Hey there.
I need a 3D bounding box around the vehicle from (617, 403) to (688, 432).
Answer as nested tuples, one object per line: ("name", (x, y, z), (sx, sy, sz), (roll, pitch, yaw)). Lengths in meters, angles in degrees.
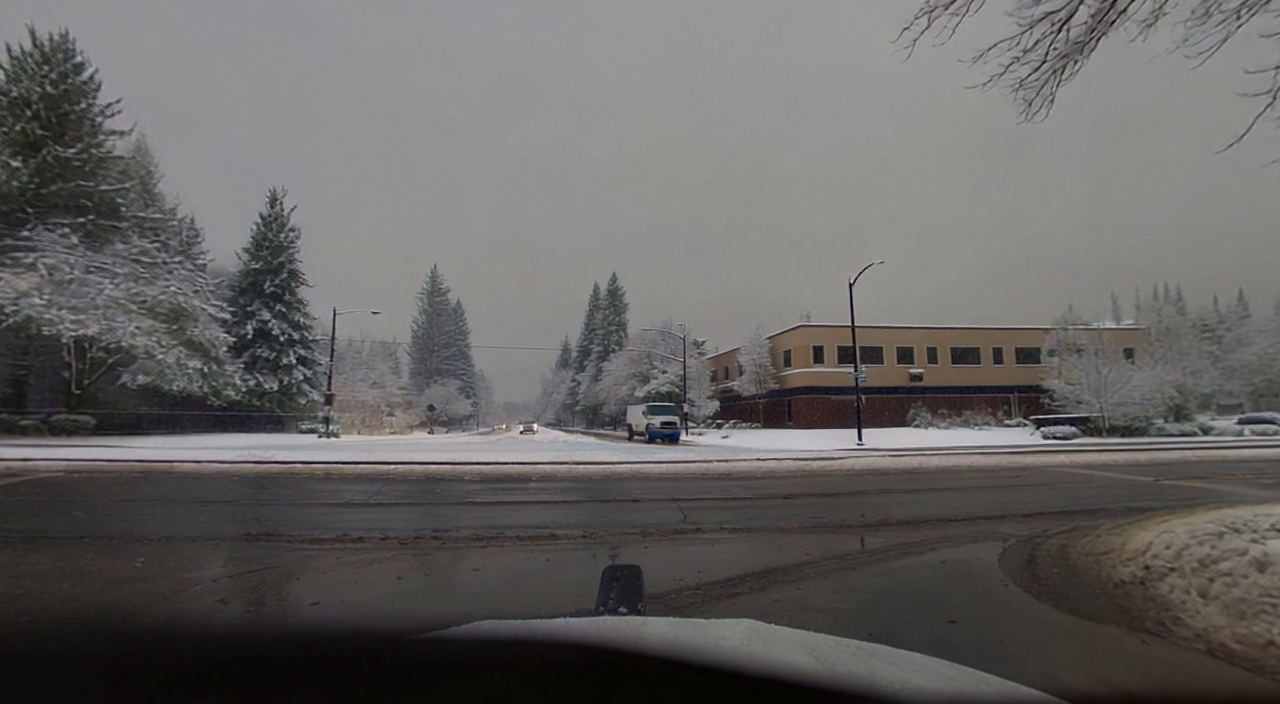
("vehicle", (0.819, 4.780, 45.316), (2.435, 1.858, 5.585), (5, -10, -32))
